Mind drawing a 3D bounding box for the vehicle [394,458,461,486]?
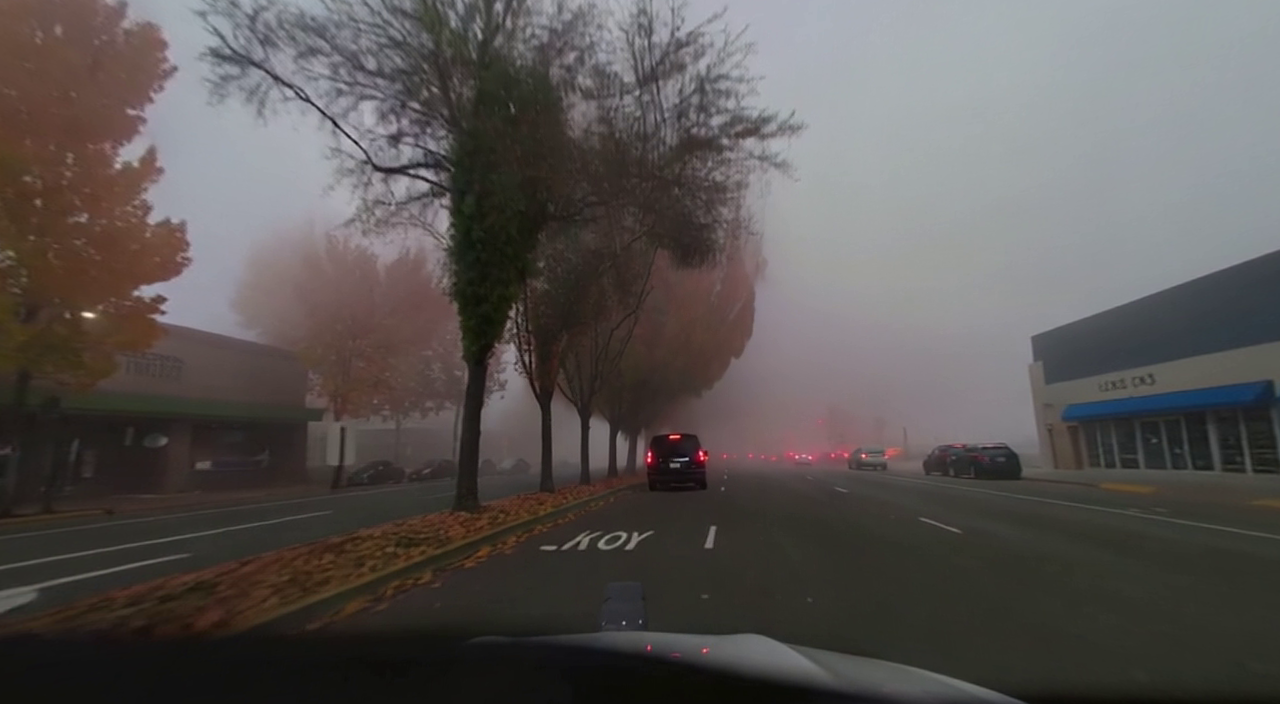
[{"bbox_3d":[-12.155,6.873,36.348,1.877,1.445,4.436,-1,-9,7],"label":"vehicle"}]

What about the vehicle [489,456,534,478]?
[{"bbox_3d":[-10.084,9.048,49.871,1.921,1.621,4.930,-1,-9,8],"label":"vehicle"}]

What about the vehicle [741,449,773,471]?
[{"bbox_3d":[9.039,8.356,49.108,2.249,1.621,3.978,-1,-9,8],"label":"vehicle"}]

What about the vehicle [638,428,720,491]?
[{"bbox_3d":[1.466,3.609,21.415,2.344,1.863,4.665,-1,-9,9],"label":"vehicle"}]

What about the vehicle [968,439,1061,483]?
[{"bbox_3d":[16.310,4.736,27.719,2.076,1.759,3.970,-1,-9,8],"label":"vehicle"}]

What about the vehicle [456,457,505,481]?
[{"bbox_3d":[-11.100,8.167,44.302,1.947,1.558,4.065,-1,-9,7],"label":"vehicle"}]

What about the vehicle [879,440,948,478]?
[{"bbox_3d":[13.829,5.416,32.193,2.040,1.738,4.414,-1,-9,7],"label":"vehicle"}]

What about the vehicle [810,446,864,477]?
[{"bbox_3d":[10.102,5.615,32.646,1.886,1.464,4.290,-1,-9,7],"label":"vehicle"}]

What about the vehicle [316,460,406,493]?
[{"bbox_3d":[-13.231,5.897,30.263,1.797,1.351,4.300,-2,-9,10],"label":"vehicle"}]
